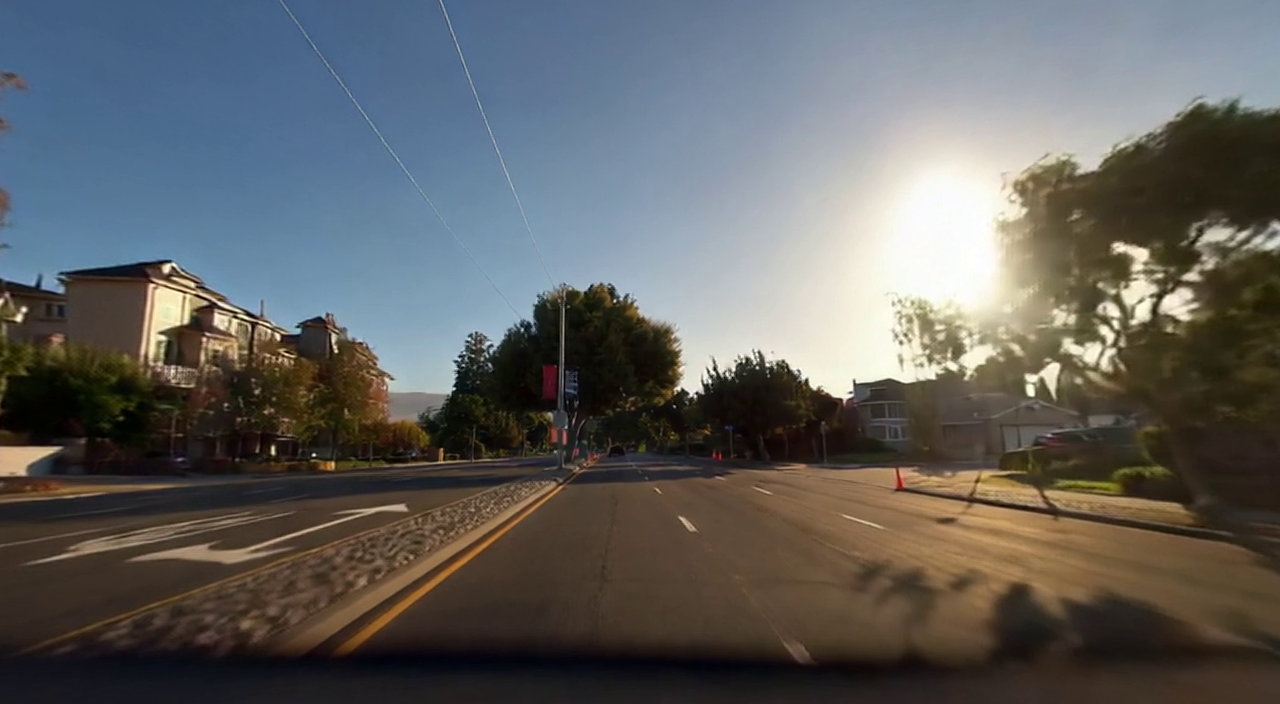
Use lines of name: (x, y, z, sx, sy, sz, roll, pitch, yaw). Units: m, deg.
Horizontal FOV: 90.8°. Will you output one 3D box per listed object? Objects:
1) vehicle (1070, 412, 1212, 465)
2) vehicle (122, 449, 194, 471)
vehicle: (31.234, 5.490, 39.852, 2.905, 3.046, 6.805, 1, -9, -4)
vehicle: (-33.755, 7.543, 44.280, 3.732, 1.453, 1.721, -1, -9, 4)
